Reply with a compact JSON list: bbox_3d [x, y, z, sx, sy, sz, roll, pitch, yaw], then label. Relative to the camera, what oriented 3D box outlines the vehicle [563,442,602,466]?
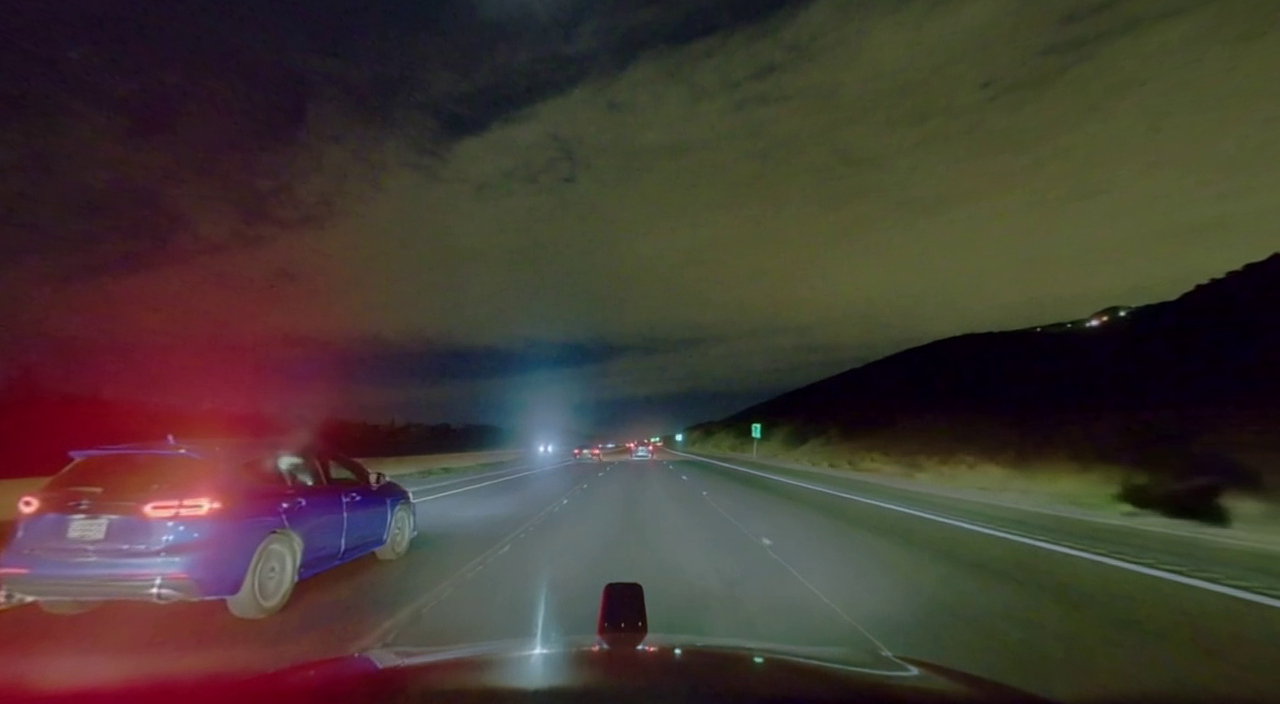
[{"bbox_3d":[-3.683,6.638,41.116,2.082,1.485,4.237,0,-8,1],"label":"vehicle"}]

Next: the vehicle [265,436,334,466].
[{"bbox_3d":[-21.143,6.133,39.158,1.839,1.745,4.411,0,-8,0],"label":"vehicle"}]

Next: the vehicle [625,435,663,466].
[{"bbox_3d":[0.245,6.362,40.595,2.272,1.836,4.866,0,-8,0],"label":"vehicle"}]
